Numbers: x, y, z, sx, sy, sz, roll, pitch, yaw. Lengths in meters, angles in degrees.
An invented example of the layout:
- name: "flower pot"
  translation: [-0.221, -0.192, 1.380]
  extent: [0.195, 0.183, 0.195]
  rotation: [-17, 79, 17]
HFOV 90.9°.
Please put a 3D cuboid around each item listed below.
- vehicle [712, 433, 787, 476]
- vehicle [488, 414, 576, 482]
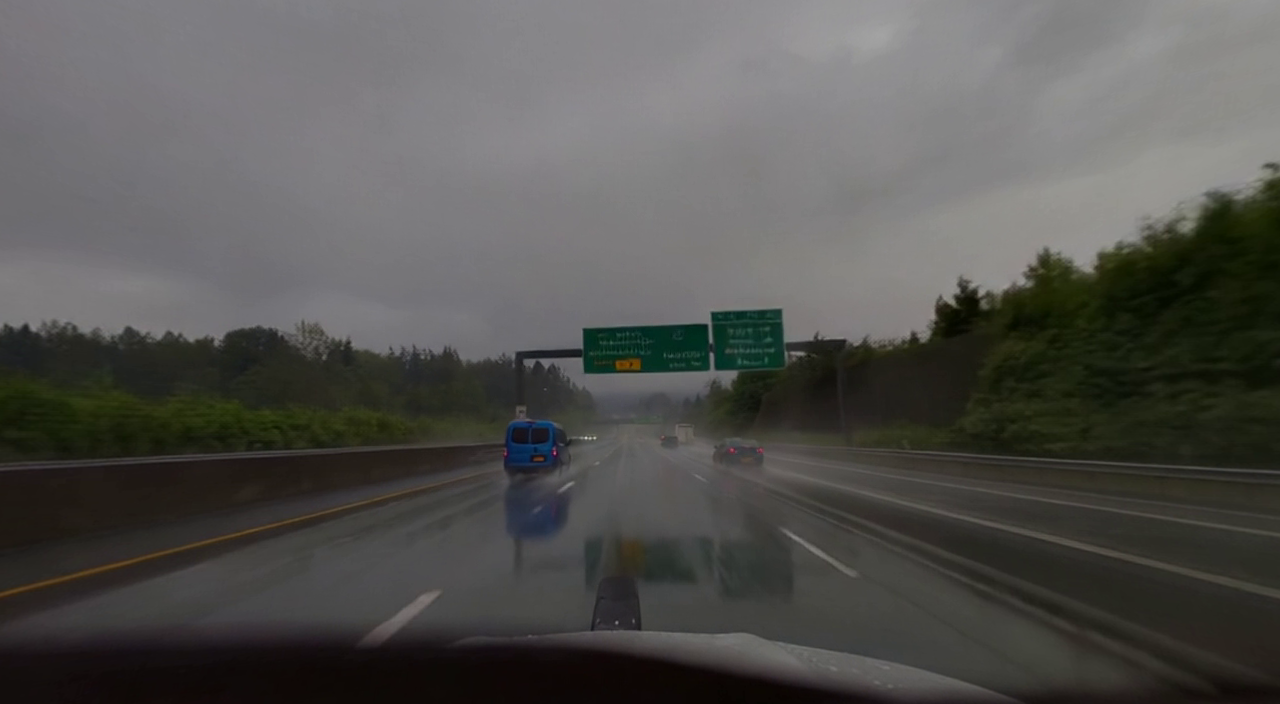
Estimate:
- name: "vehicle"
  translation: [3.988, 3.781, 23.640]
  extent: [2.020, 1.464, 3.803]
  rotation: [0, -7, -2]
- name: "vehicle"
  translation: [-3.580, 3.291, 21.992]
  extent: [2.275, 2.053, 5.082]
  rotation: [0, -7, -2]
